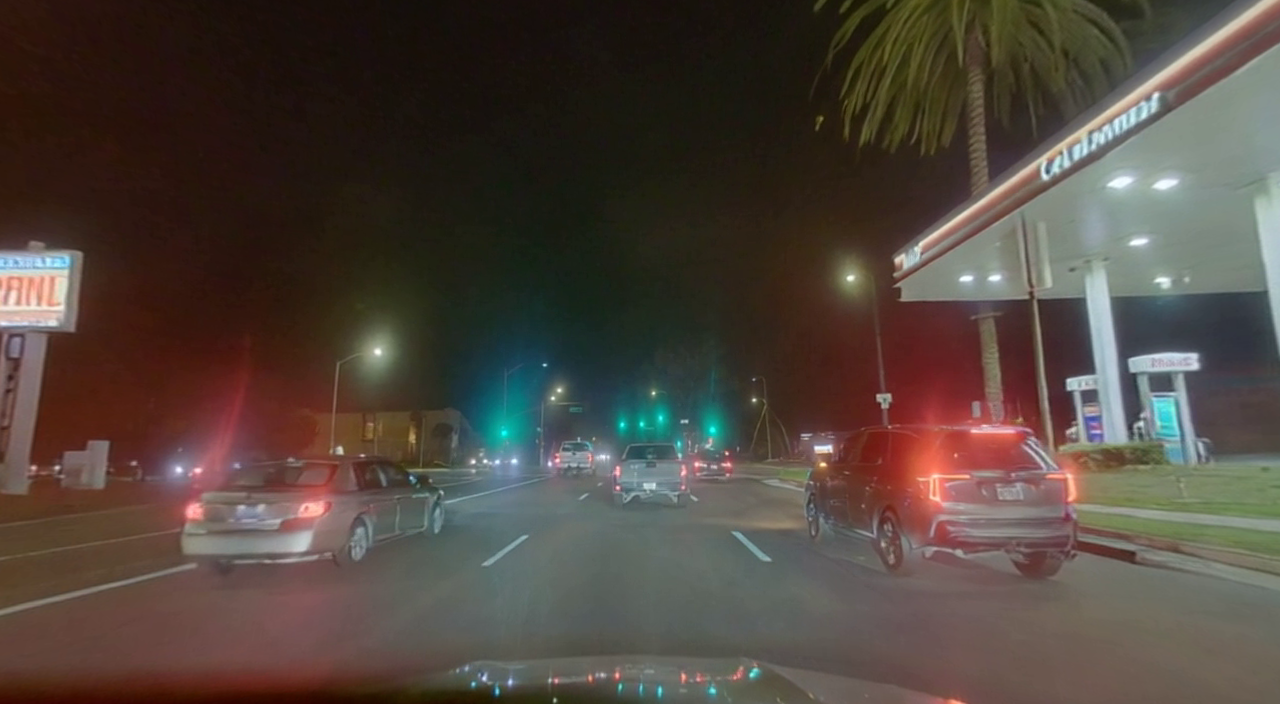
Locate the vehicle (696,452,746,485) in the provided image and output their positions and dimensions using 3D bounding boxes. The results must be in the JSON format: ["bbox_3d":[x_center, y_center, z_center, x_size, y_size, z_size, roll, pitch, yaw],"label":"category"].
[{"bbox_3d":[3.750,5.451,29.768,1.901,1.401,3.965,0,-9,1],"label":"vehicle"}]

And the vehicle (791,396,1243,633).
[{"bbox_3d":[3.595,1.671,7.709,2.120,1.828,5.531,0,-9,0],"label":"vehicle"}]

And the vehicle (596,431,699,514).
[{"bbox_3d":[0.206,3.125,16.881,2.295,1.835,5.471,0,-9,1],"label":"vehicle"}]

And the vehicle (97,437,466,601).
[{"bbox_3d":[-4.022,1.913,8.281,1.983,1.502,4.720,0,-9,2],"label":"vehicle"}]

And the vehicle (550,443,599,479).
[{"bbox_3d":[-3.512,5.951,34.554,2.071,1.811,4.605,0,-9,2],"label":"vehicle"}]
